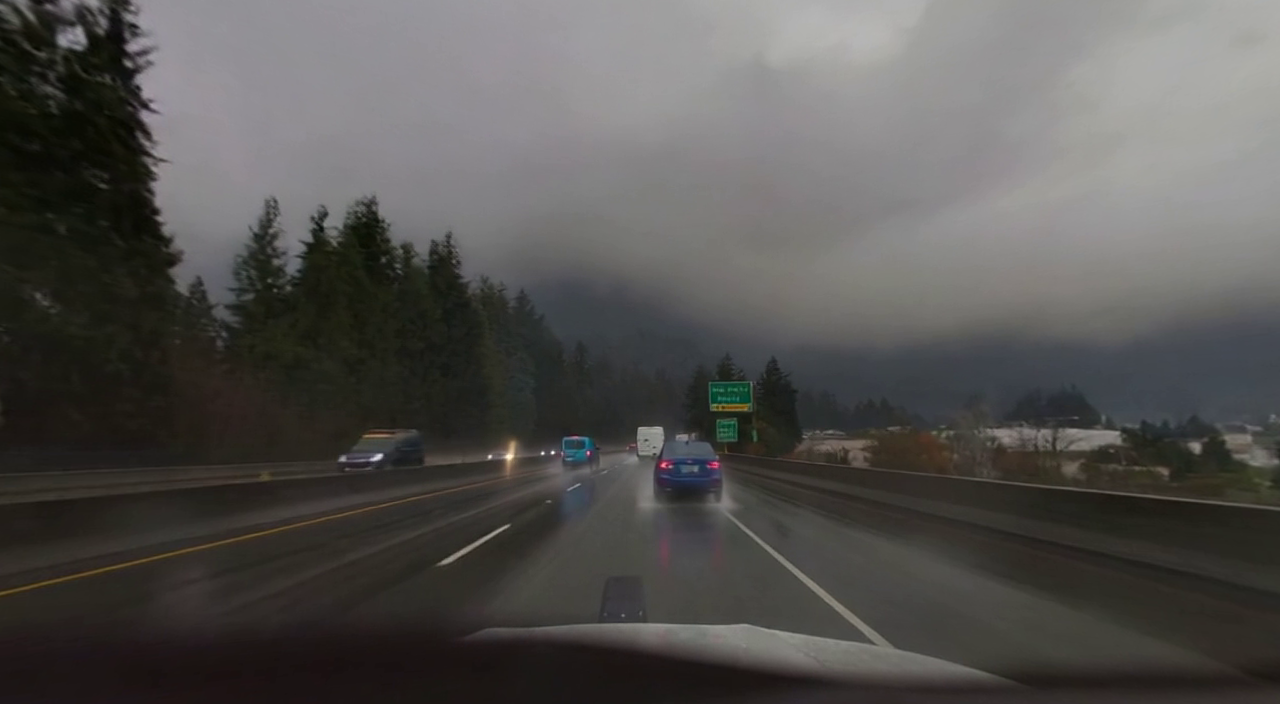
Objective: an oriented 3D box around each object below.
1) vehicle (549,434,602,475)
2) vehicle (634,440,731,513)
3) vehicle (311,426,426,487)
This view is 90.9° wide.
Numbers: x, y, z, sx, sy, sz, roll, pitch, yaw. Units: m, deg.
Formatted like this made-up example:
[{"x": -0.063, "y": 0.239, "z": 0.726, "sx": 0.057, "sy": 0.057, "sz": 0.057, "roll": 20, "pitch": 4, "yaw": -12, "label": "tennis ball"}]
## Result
[{"x": -3.422, "y": 5.579, "z": 34.453, "sx": 2.217, "sy": 2.033, "sz": 4.975, "roll": 0, "pitch": -9, "yaw": 2, "label": "vehicle"}, {"x": 0.873, "y": 2.853, "z": 14.901, "sx": 2.012, "sy": 1.485, "sz": 3.649, "roll": 0, "pitch": -9, "yaw": 0, "label": "vehicle"}, {"x": -12.242, "y": 4.791, "z": 29.135, "sx": 2.277, "sy": 2.448, "sz": 6.533, "roll": 0, "pitch": -9, "yaw": 1, "label": "vehicle"}]
